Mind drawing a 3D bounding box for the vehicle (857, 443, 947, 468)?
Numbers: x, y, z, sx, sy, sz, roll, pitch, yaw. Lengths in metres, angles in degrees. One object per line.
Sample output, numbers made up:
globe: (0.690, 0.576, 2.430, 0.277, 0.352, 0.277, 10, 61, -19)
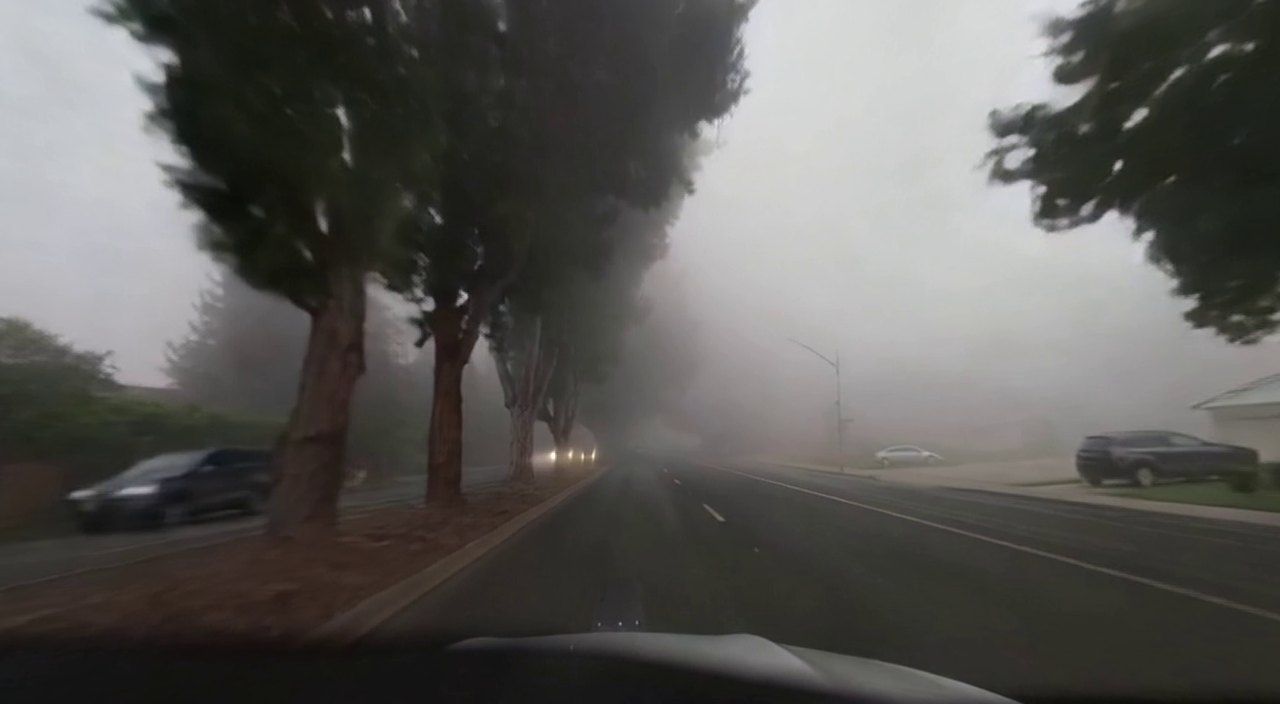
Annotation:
vehicle: (15.635, 6.191, 37.673, 4.500, 1.390, 1.864, 0, -8, -3)

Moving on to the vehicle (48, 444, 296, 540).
vehicle: (-10.136, 2.999, 14.245, 2.000, 1.728, 4.587, -2, -9, 1)

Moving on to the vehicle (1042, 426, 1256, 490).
vehicle: (14.406, 3.008, 18.033, 4.386, 1.711, 1.929, 0, -9, 0)

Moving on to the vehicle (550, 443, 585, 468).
vehicle: (-5.635, 8.067, 49.393, 2.071, 1.823, 4.799, 0, -9, 2)
